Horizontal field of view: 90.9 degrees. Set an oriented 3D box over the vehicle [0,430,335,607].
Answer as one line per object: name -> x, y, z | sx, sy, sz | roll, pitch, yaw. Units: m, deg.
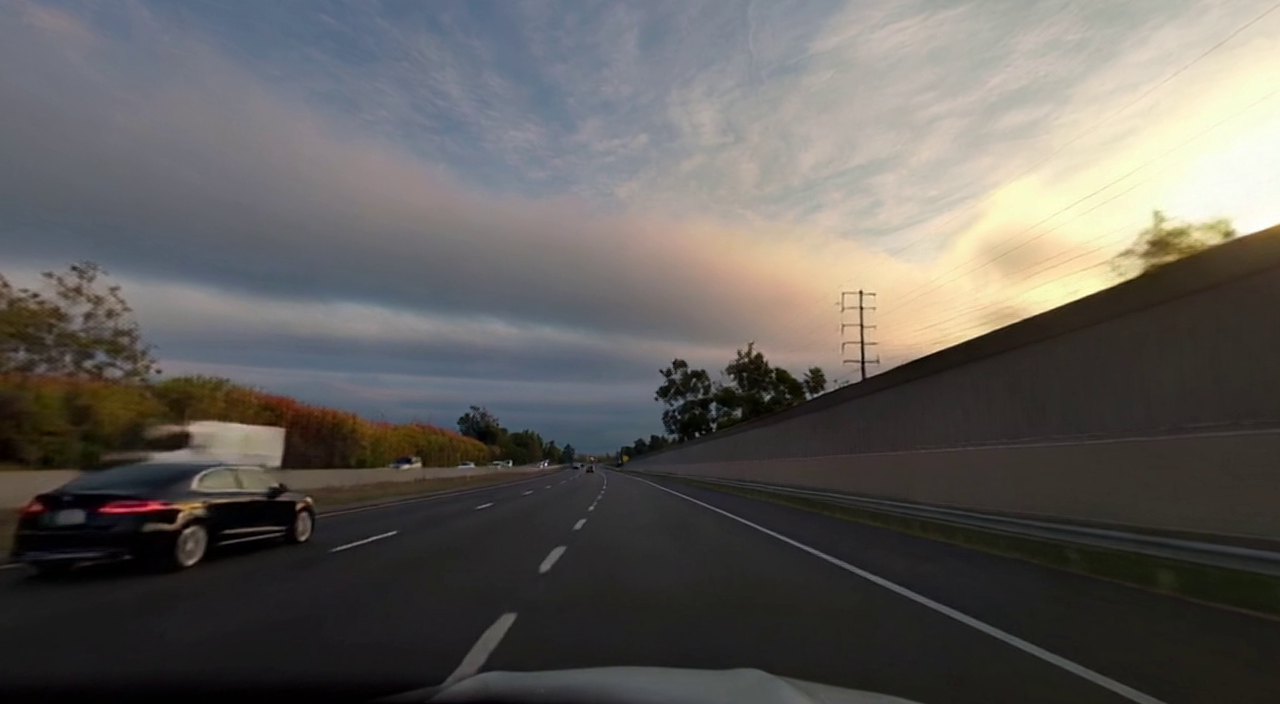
vehicle -> -6.284, 2.027, 8.449 | 2.194, 1.704, 4.421 | 1, -10, -1
